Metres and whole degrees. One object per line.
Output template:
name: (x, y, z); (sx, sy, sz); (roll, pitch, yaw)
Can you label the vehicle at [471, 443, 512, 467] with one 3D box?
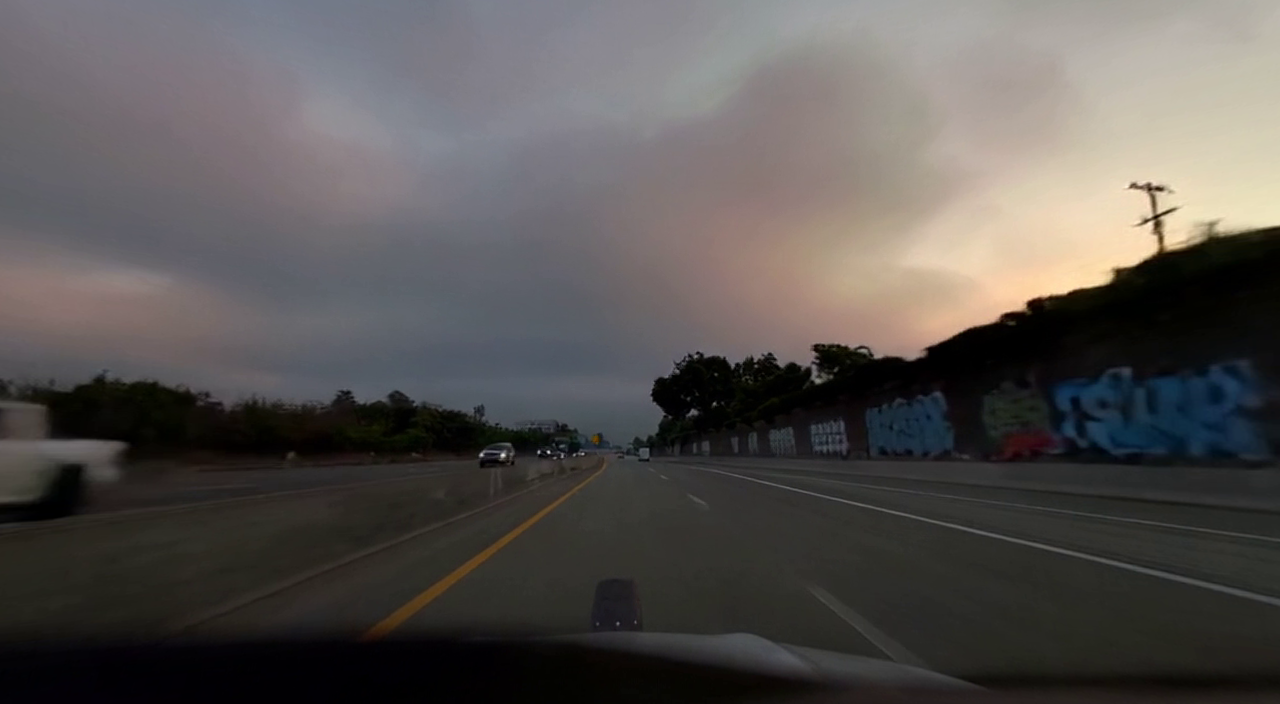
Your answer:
vehicle: (-9.995, 6.979, 42.519); (1.834, 1.482, 3.947); (0, -9, 0)
